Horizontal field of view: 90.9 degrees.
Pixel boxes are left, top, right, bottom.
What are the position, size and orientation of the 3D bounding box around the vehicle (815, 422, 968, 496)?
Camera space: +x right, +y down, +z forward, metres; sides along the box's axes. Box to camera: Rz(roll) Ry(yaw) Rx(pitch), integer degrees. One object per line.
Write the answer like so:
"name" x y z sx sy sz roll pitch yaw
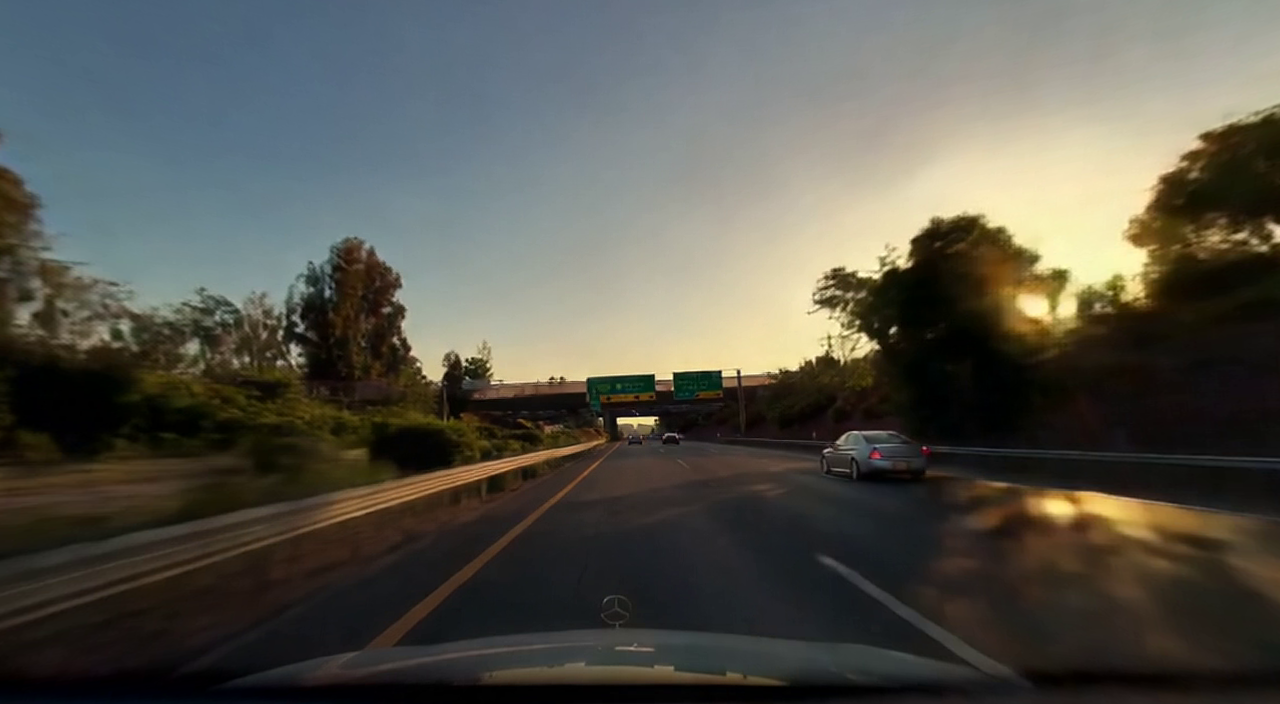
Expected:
"vehicle" 6.008 2.577 15.686 1.940 1.578 4.122 0 -8 -3
